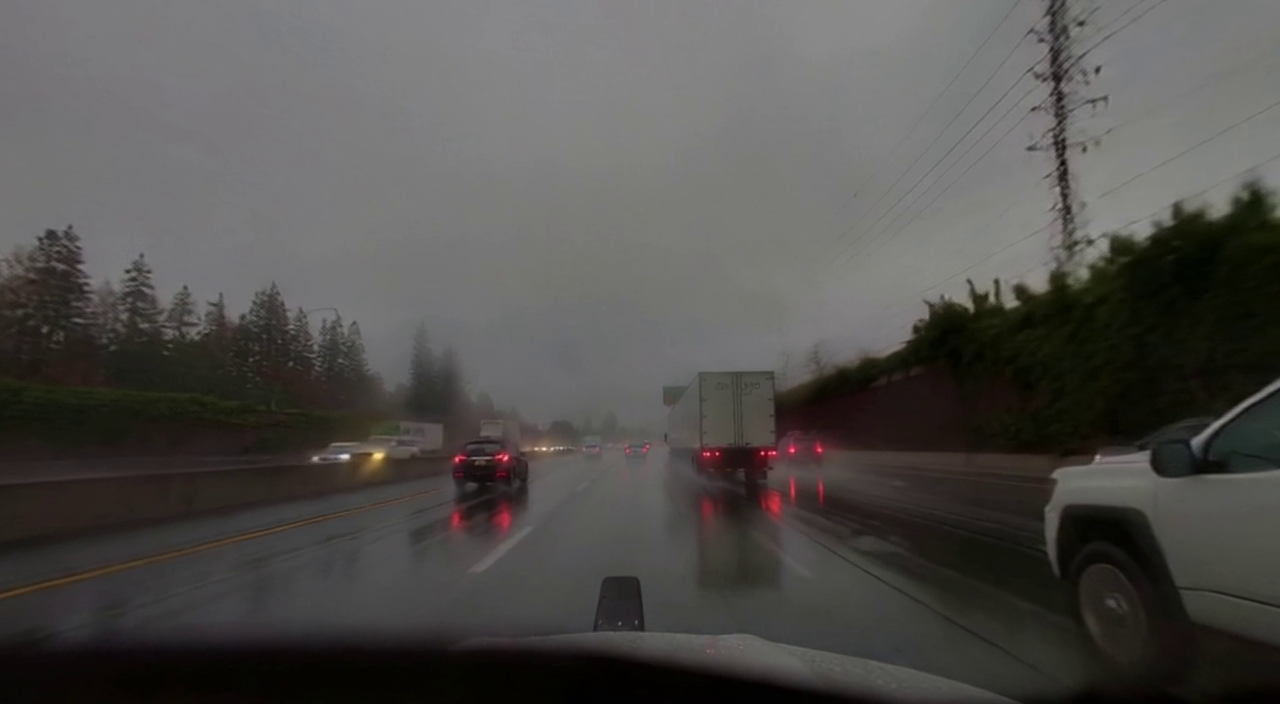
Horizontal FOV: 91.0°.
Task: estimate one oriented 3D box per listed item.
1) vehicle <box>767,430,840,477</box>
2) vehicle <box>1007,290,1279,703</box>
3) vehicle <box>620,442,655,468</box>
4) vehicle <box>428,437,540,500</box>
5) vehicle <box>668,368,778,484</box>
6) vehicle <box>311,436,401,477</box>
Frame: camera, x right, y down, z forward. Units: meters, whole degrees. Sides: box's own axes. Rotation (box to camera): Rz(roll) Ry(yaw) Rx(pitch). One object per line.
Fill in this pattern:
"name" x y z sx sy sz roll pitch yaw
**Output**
"vehicle" 7.396 4.633 29.052 2.079 1.938 4.630 0 -8 0
"vehicle" 3.333 0.590 1.284 2.132 1.869 4.978 0 -8 0
"vehicle" -0.107 6.377 39.224 2.047 1.485 3.938 0 -8 1
"vehicle" -4.091 3.093 17.199 1.968 1.507 3.829 0 -8 1
"vehicle" 3.300 3.761 30.524 2.907 4.109 16.177 0 -8 -1
"vehicle" -10.959 4.025 24.583 1.796 1.470 3.706 0 -8 0
